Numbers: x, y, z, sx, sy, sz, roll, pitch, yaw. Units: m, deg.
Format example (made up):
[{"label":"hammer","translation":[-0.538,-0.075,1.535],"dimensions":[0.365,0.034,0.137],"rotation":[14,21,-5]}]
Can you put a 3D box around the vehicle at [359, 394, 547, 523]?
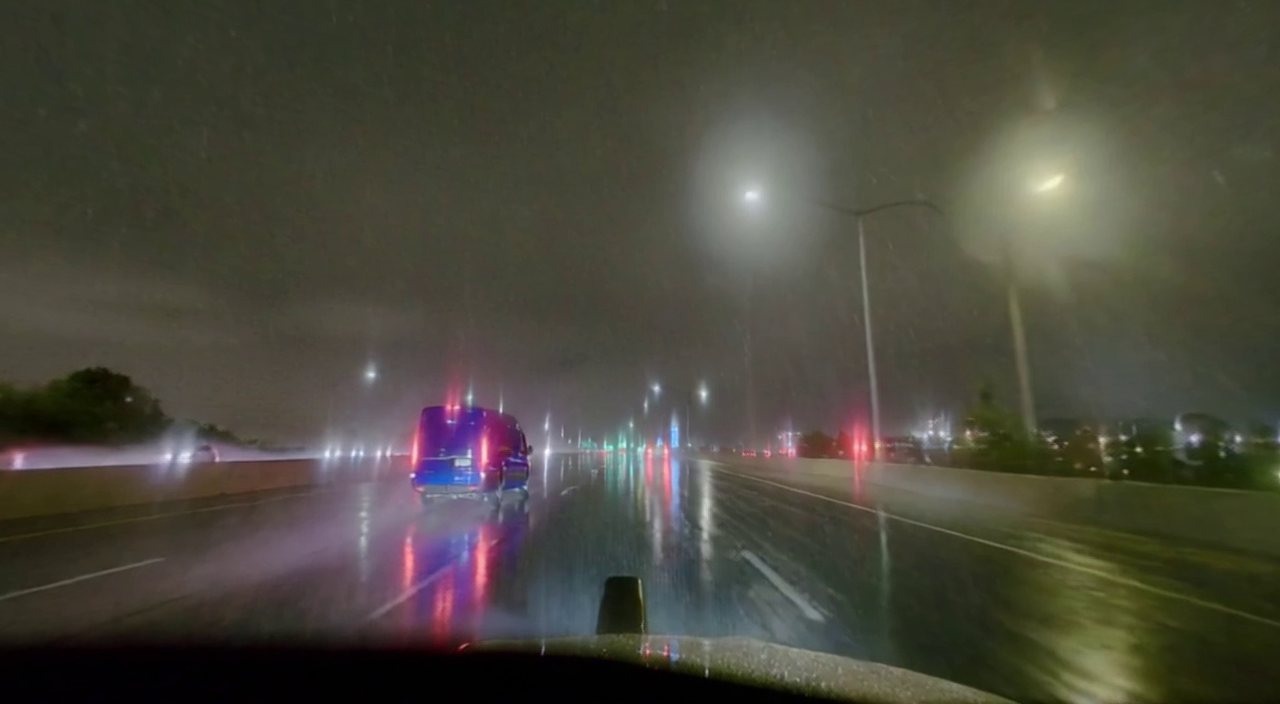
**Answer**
[{"label":"vehicle","translation":[-3.669,2.258,13.742],"dimensions":[2.372,2.248,5.393],"rotation":[0,-9,1]}]
